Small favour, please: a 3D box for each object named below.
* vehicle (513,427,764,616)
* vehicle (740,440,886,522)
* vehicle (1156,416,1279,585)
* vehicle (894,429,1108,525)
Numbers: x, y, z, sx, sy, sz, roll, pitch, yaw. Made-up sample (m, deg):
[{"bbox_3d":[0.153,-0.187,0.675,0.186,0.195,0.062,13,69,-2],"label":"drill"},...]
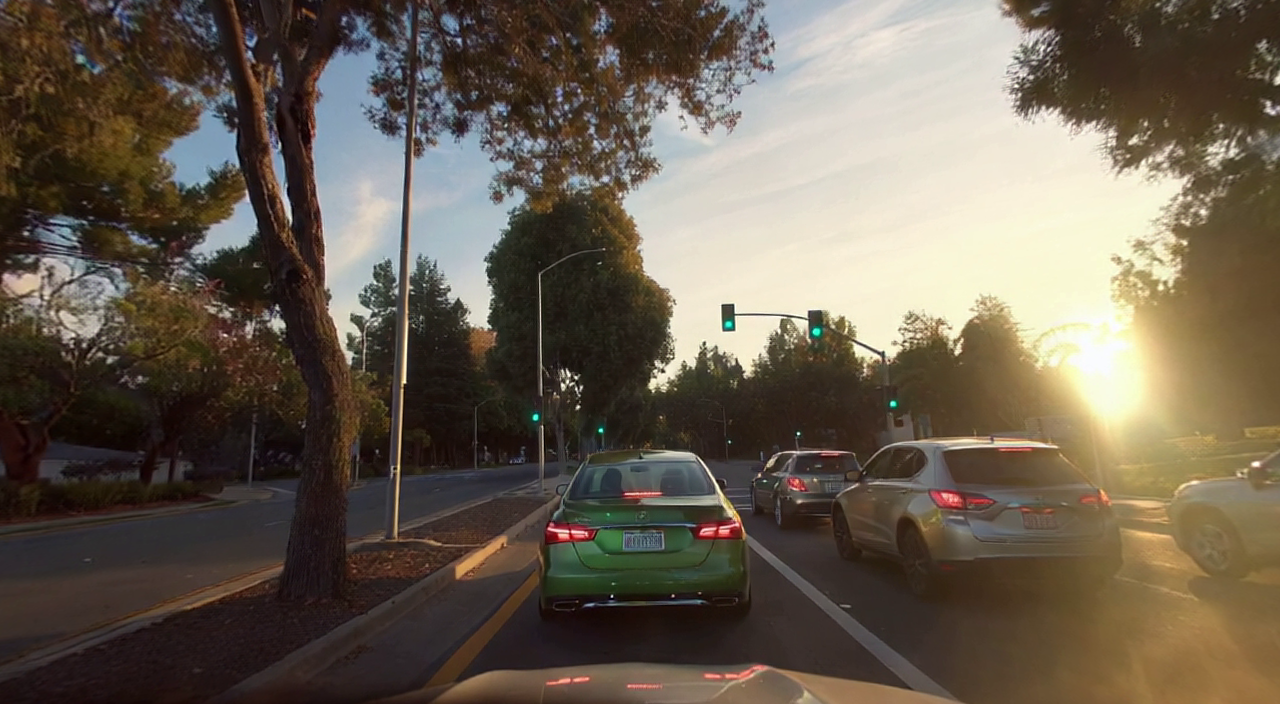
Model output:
[{"bbox_3d":[0.012,1.681,7.097,2.015,1.502,3.898,0,-9,1],"label":"vehicle"},{"bbox_3d":[3.535,2.719,13.816,1.934,1.494,4.446,0,-9,0],"label":"vehicle"},{"bbox_3d":[6.935,1.341,5.574,1.783,1.572,3.421,0,-9,1],"label":"vehicle"},{"bbox_3d":[7.020,2.464,12.892,1.923,1.611,4.094,0,-9,0],"label":"vehicle"}]
